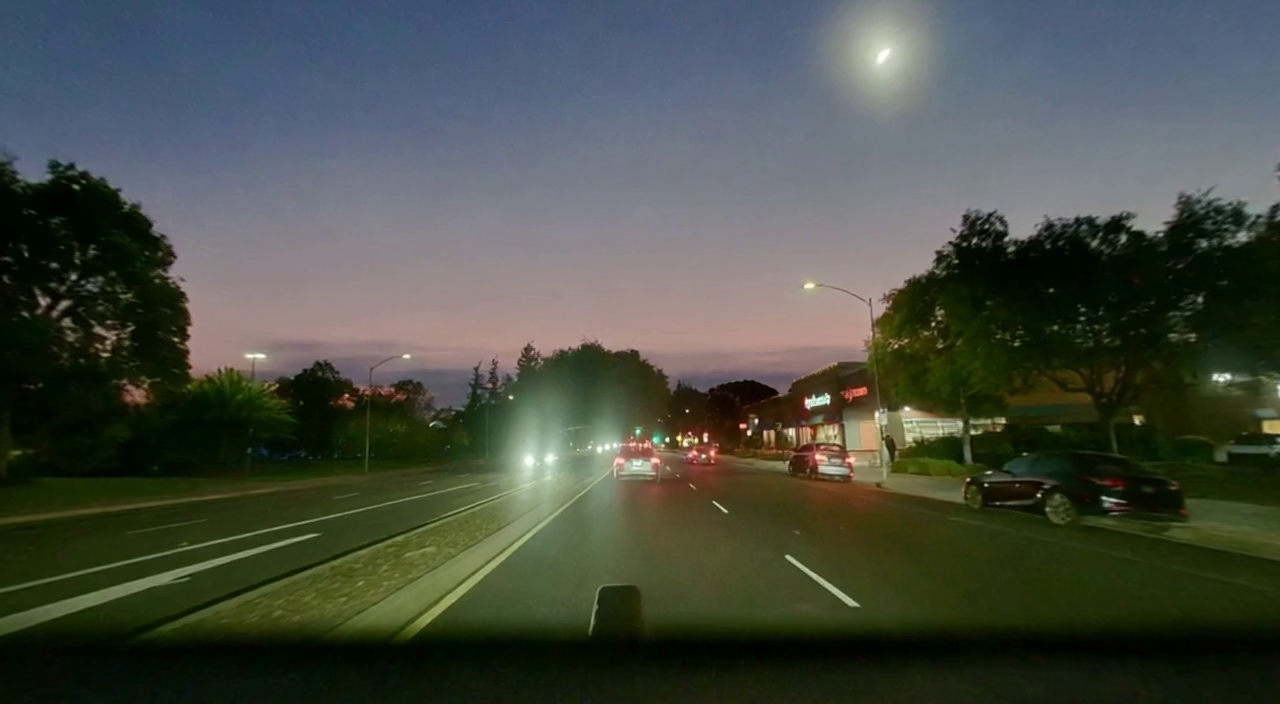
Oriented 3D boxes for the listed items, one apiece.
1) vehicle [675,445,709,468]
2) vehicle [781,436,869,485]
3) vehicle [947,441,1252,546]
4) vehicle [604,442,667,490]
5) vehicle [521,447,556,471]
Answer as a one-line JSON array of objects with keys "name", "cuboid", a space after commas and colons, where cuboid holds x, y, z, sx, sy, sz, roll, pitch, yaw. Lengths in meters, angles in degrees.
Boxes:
[{"name": "vehicle", "cuboid": [3.493, 7.051, 42.831, 1.910, 1.474, 4.003, 0, -9, -1]}, {"name": "vehicle", "cuboid": [7.531, 4.462, 26.338, 2.165, 1.787, 5.231, 0, -9, 1]}, {"name": "vehicle", "cuboid": [7.747, 2.387, 11.450, 1.942, 1.473, 4.742, 0, -9, 0]}, {"name": "vehicle", "cuboid": [-0.166, 3.871, 21.748, 2.006, 1.487, 3.535, 0, -9, -1]}, {"name": "vehicle", "cuboid": [-6.809, 7.206, 42.788, 1.999, 1.531, 4.011, 0, -9, -4]}]
